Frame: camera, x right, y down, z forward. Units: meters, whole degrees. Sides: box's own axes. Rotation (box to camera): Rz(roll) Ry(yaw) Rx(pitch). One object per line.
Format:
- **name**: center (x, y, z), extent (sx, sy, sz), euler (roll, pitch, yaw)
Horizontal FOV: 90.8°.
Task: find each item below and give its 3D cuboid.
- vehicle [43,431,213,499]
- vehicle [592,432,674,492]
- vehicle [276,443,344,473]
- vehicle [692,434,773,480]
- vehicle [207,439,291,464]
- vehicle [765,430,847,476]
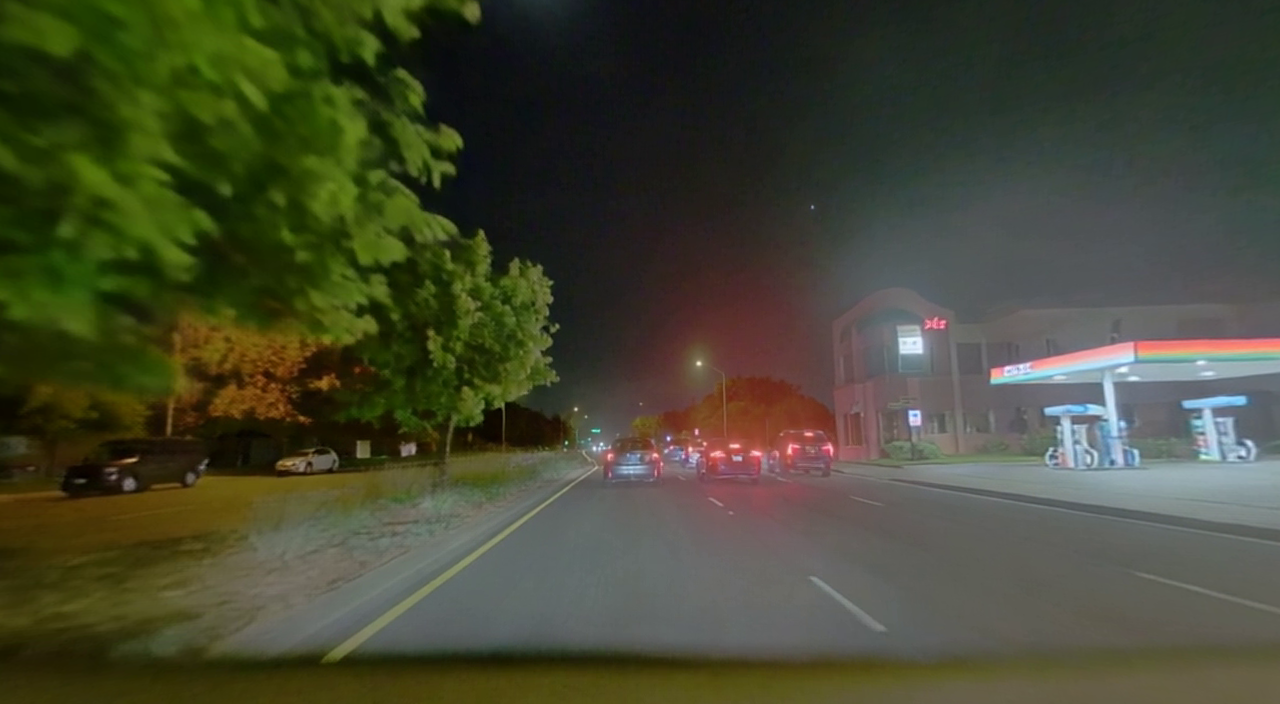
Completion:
- **vehicle**: center (-19.073, 4.138, 23.999), extent (2.222, 2.141, 5.390), euler (-1, -6, -3)
- **vehicle**: center (-0.166, 3.053, 17.876), extent (2.052, 1.488, 3.779), euler (0, -8, 0)
- **vehicle**: center (-19.467, 6.254, 37.483), extent (1.903, 1.706, 3.994), euler (0, -8, -1)
- **vehicle**: center (3.215, 3.788, 22.991), extent (2.124, 1.476, 4.730), euler (0, -8, -1)
- **vehicle**: center (-28.348, 7.203, 45.854), extent (4.699, 1.775, 2.007), euler (0, -8, 0)
- **vehicle**: center (6.952, 4.303, 27.088), extent (2.117, 1.757, 4.969), euler (0, -8, -1)
